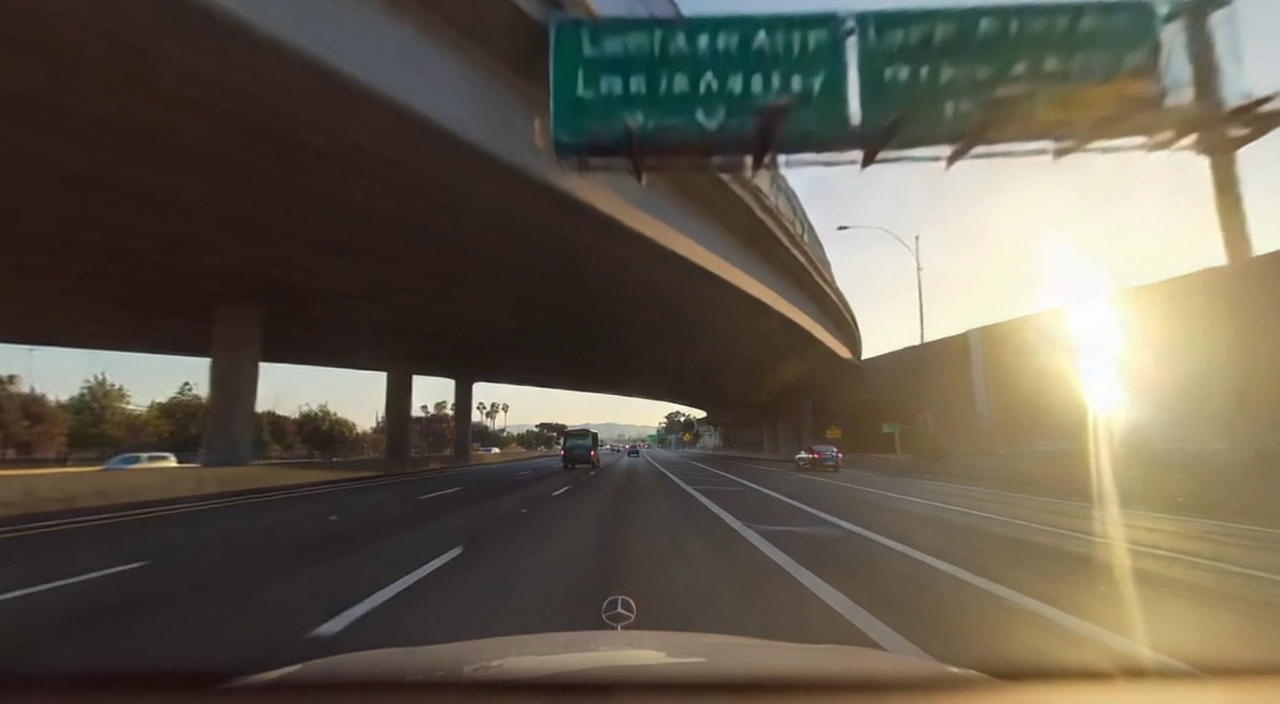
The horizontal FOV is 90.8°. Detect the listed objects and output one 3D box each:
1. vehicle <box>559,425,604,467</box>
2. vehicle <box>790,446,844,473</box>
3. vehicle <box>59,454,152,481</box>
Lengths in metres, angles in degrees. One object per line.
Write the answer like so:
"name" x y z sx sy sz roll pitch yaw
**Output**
"vehicle" -4.323 7.138 48.054 2.881 2.937 7.045 0 -9 -2
"vehicle" 10.524 6.432 37.928 2.035 1.491 4.246 0 -9 1
"vehicle" -33.725 7.278 40.048 1.853 1.523 4.619 0 -9 0
